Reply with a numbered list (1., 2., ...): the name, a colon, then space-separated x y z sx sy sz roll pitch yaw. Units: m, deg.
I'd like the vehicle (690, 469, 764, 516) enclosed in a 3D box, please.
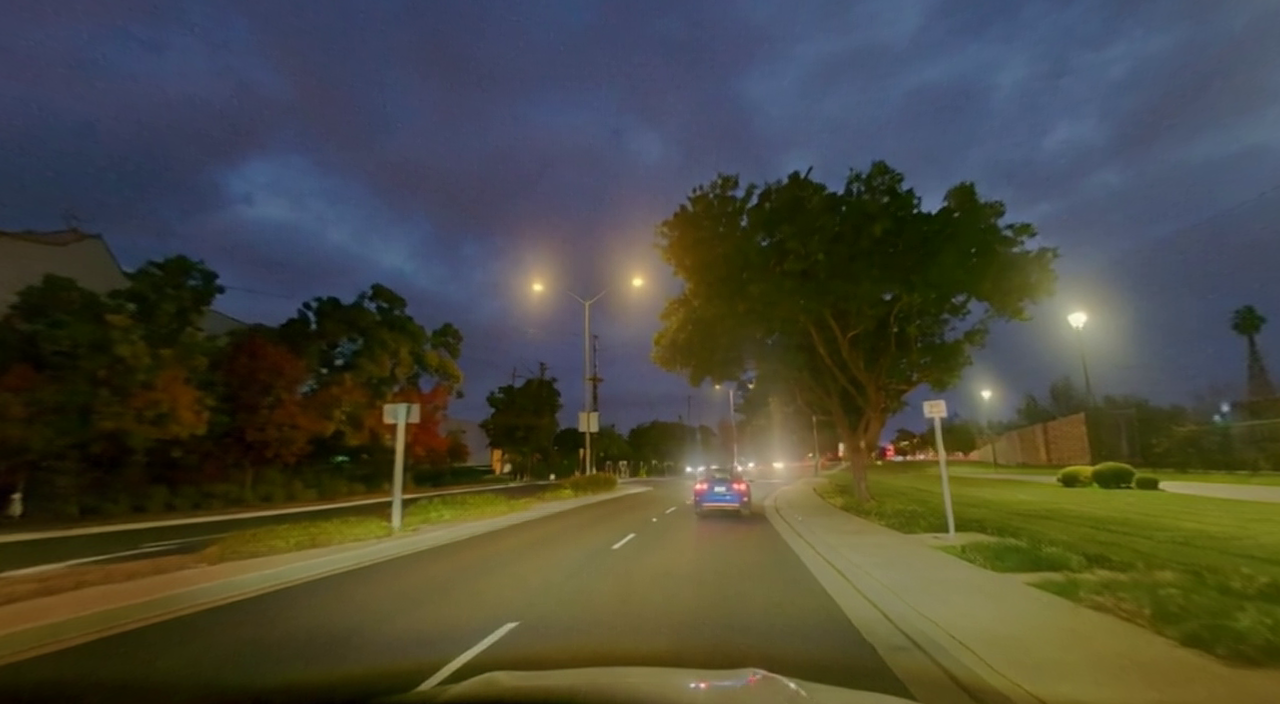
1. vehicle: 2.874 4.332 19.783 1.972 1.250 5.282 -2 -11 11
